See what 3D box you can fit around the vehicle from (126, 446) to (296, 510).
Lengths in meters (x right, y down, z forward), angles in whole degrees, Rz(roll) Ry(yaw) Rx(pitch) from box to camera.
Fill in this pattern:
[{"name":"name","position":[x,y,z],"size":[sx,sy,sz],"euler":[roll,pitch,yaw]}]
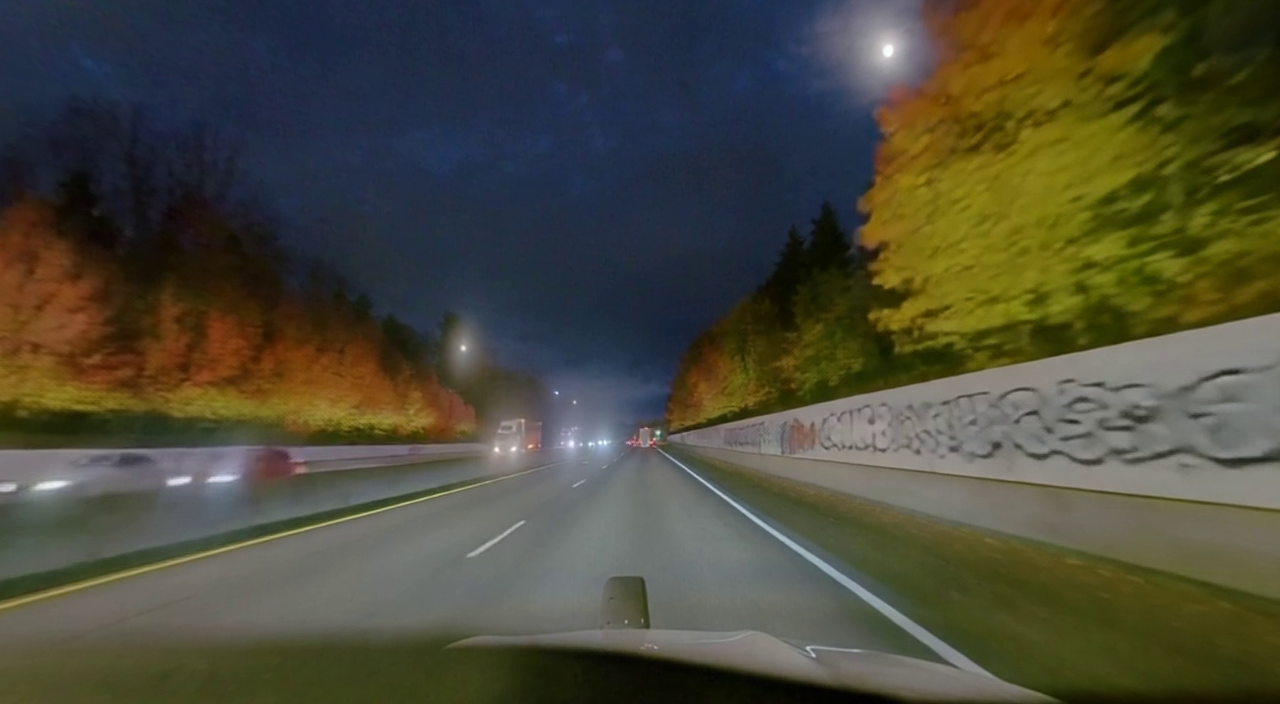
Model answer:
[{"name":"vehicle","position":[-11.259,3.278,16.895],"size":[1.768,1.469,3.813],"euler":[0,-8,2]}]

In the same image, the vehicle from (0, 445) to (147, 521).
[{"name":"vehicle","position":[-14.769,3.099,15.339],"size":[1.924,1.609,4.275],"euler":[0,-8,1]}]
